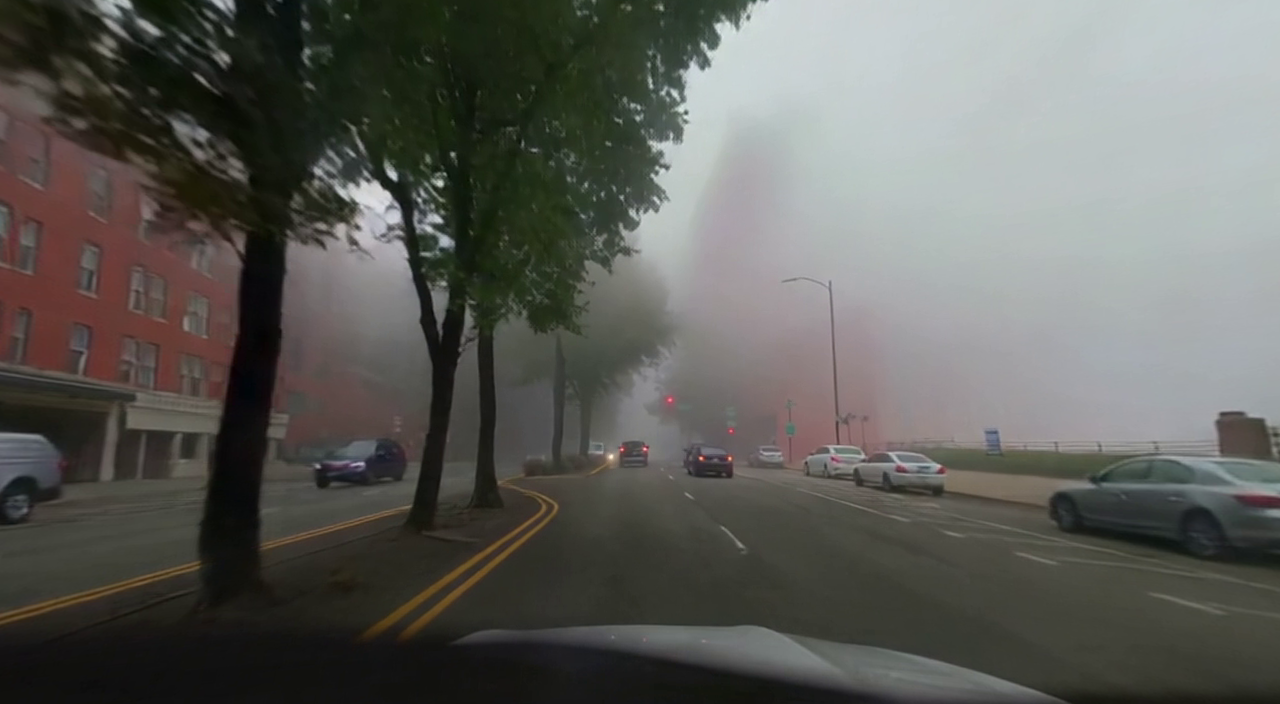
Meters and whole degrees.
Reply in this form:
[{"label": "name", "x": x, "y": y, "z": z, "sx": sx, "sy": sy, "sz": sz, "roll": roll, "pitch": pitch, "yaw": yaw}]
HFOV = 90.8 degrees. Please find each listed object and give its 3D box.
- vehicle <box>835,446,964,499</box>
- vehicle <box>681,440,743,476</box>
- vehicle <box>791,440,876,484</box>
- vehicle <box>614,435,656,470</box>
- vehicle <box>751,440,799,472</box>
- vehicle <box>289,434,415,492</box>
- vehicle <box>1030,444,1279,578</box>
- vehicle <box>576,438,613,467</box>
[{"label": "vehicle", "x": 8.187, "y": 3.804, "z": 20.525, "sx": 2.054, "sy": 1.455, "sz": 4.786, "roll": 0, "pitch": -8, "yaw": -1}, {"label": "vehicle", "x": 3.264, "y": 4.954, "z": 29.836, "sx": 2.238, "sy": 1.499, "sz": 4.964, "roll": 0, "pitch": -8, "yaw": -1}, {"label": "vehicle", "x": 8.013, "y": 4.557, "z": 26.665, "sx": 1.963, "sy": 1.649, "sz": 4.562, "roll": 1, "pitch": -8, "yaw": -2}, {"label": "vehicle", "x": -0.268, "y": 5.812, "z": 36.669, "sx": 2.329, "sy": 1.842, "sz": 4.537, "roll": 0, "pitch": -8, "yaw": 0}, {"label": "vehicle", "x": 8.091, "y": 6.287, "z": 38.386, "sx": 1.959, "sy": 1.719, "sz": 4.538, "roll": 1, "pitch": -7, "yaw": 0}, {"label": "vehicle", "x": -9.857, "y": 3.825, "z": 22.167, "sx": 2.212, "sy": 1.784, "sz": 4.626, "roll": 0, "pitch": -8, "yaw": 0}, {"label": "vehicle", "x": 8.224, "y": 2.096, "z": 9.190, "sx": 2.072, "sy": 1.479, "sz": 4.603, "roll": 0, "pitch": -8, "yaw": -1}, {"label": "vehicle", "x": -3.008, "y": 6.673, "z": 42.176, "sx": 2.297, "sy": 1.812, "sz": 4.244, "roll": 0, "pitch": -8, "yaw": -4}]
